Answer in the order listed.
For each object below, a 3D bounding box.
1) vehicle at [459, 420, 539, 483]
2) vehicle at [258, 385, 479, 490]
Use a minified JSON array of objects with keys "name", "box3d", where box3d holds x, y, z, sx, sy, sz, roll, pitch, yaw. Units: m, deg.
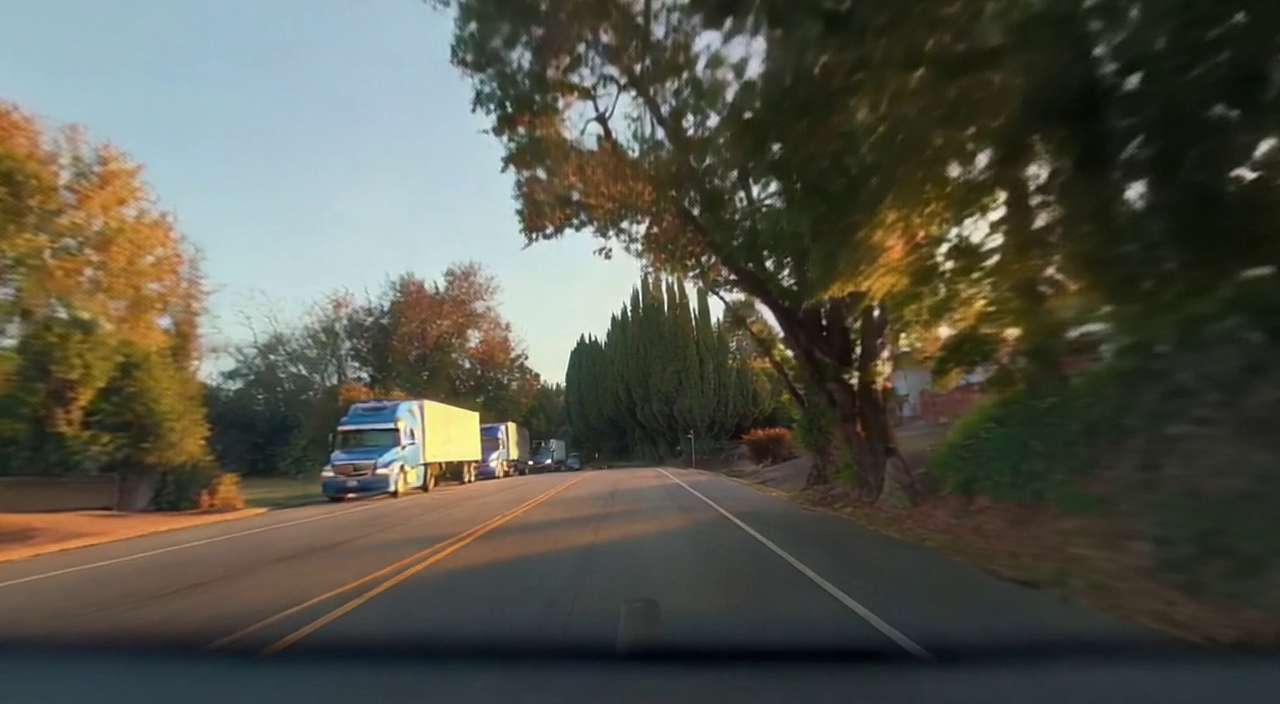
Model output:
[{"name":"vehicle","box3d":[-8.431,6.016,39.251,2.788,3.365,9.652,0,-7,0]},{"name":"vehicle","box3d":[-10.701,3.956,26.776,5.596,3.130,8.972,-4,-13,-2]}]
